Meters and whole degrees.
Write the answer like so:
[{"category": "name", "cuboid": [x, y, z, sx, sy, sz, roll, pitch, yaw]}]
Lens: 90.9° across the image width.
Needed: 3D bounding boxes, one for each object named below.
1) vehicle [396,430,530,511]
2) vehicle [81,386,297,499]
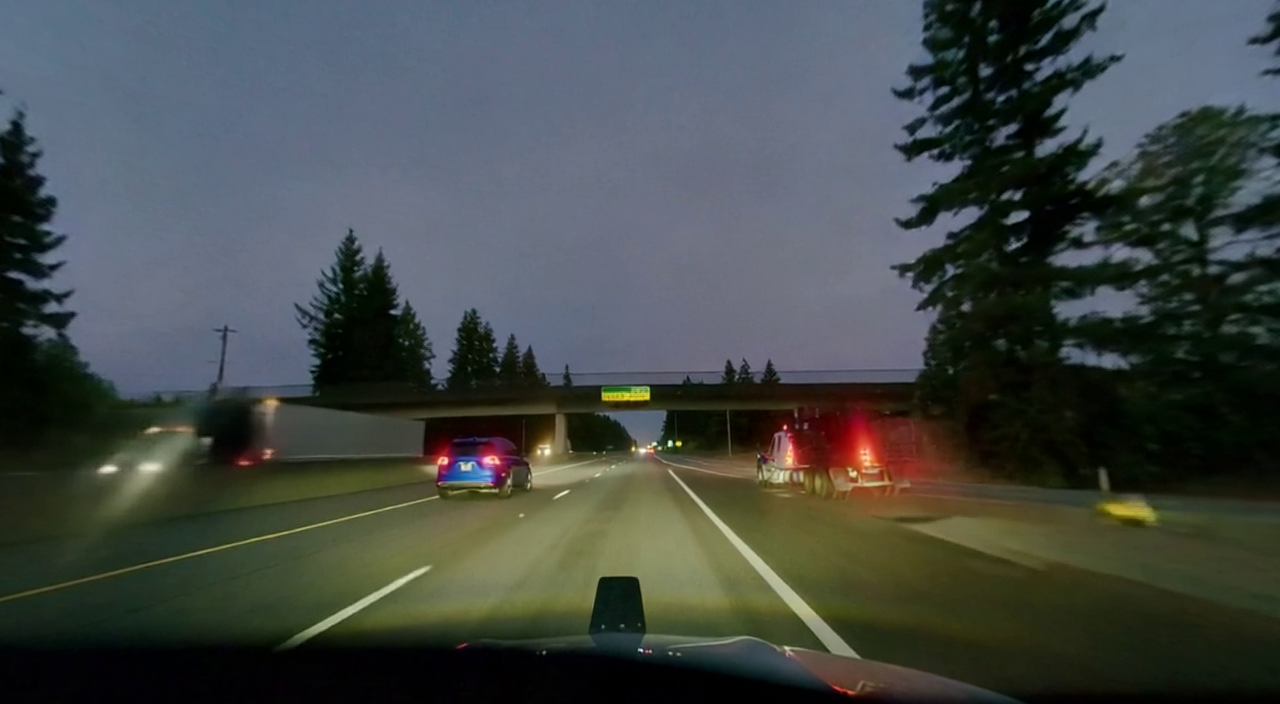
[{"category": "vehicle", "cuboid": [-4.288, 2.936, 16.184, 2.084, 1.752, 4.479, 0, -8, 1]}, {"category": "vehicle", "cuboid": [-18.161, 3.791, 26.409, 3.027, 3.973, 7.954, 0, -8, 0]}]
